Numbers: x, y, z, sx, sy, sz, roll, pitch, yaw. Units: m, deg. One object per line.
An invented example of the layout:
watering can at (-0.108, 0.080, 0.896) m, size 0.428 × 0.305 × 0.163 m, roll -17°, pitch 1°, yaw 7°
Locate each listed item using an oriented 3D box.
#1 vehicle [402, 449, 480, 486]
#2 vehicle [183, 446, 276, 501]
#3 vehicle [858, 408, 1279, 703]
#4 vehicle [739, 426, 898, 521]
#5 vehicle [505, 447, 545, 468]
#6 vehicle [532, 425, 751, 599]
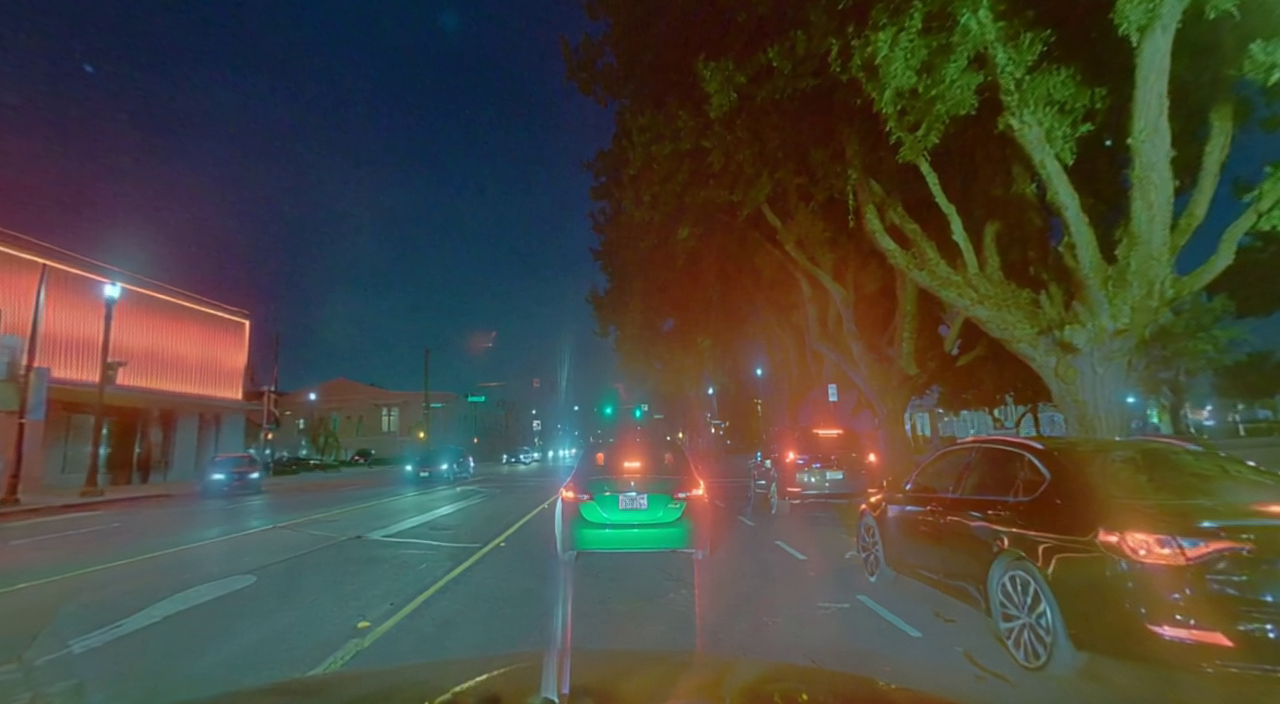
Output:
vehicle at (-8.221, 4.778, 26.505) m, size 1.850 × 1.417 × 4.321 m, roll 0°, pitch -9°, yaw 0°
vehicle at (-14.934, 4.368, 23.246) m, size 2.072 × 1.773 × 4.329 m, roll 3°, pitch -9°, yaw -23°
vehicle at (3.299, 1.261, 4.482) m, size 1.988 × 1.480 × 4.195 m, roll 0°, pitch -9°, yaw 0°
vehicle at (3.517, 2.490, 13.415) m, size 2.025 × 1.660 × 4.263 m, roll 0°, pitch -9°, yaw -1°
vehicle at (-8.505, 7.790, 46.978) m, size 2.169 × 1.477 × 4.168 m, roll 0°, pitch -9°, yaw 0°
vehicle at (-0.003, 1.659, 7.312) m, size 1.887 × 1.487 × 3.535 m, roll 0°, pitch -9°, yaw 0°
